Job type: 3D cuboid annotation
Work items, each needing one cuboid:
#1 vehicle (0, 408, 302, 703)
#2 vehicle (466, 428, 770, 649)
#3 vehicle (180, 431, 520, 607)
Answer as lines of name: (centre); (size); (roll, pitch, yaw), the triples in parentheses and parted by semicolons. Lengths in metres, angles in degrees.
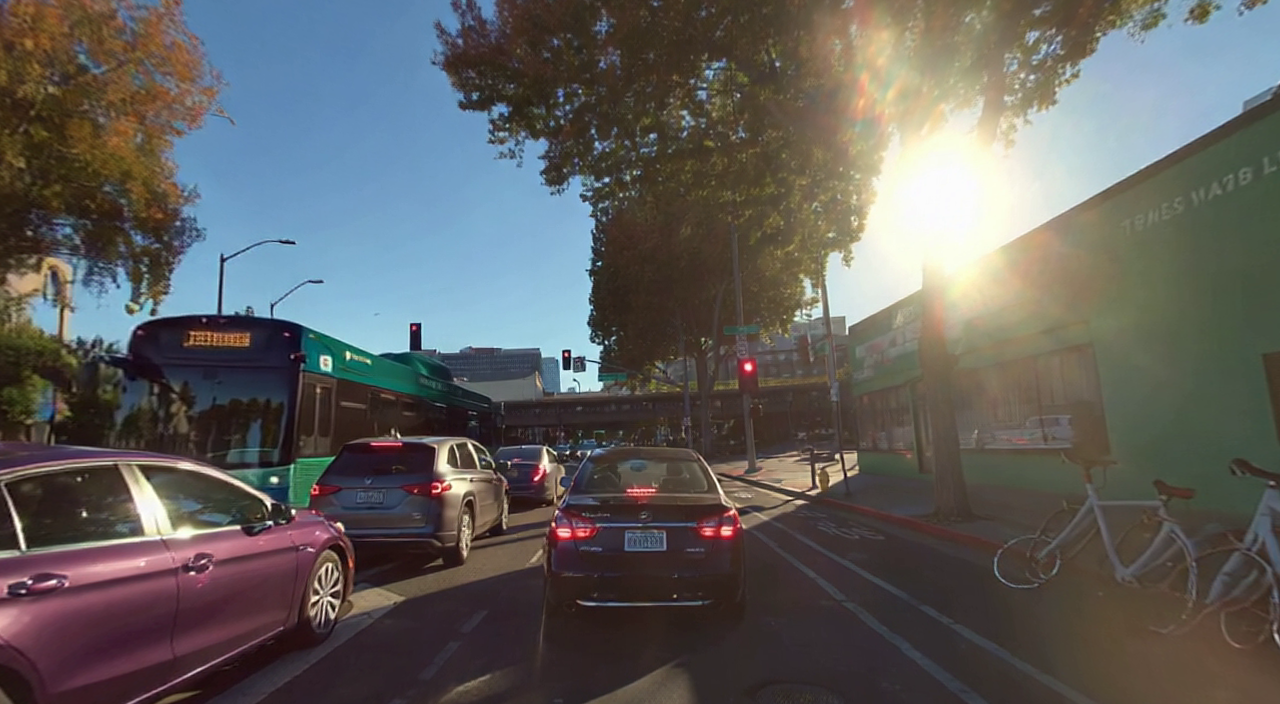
vehicle: (-3.167, 0.880, 1.749); (1.867, 1.486, 4.452); (0, -8, 2)
vehicle: (-0.136, 1.528, 6.174); (2.031, 1.461, 3.763); (0, -8, 0)
vehicle: (-2.917, 1.754, 7.652); (1.944, 1.481, 4.385); (0, -8, 1)
